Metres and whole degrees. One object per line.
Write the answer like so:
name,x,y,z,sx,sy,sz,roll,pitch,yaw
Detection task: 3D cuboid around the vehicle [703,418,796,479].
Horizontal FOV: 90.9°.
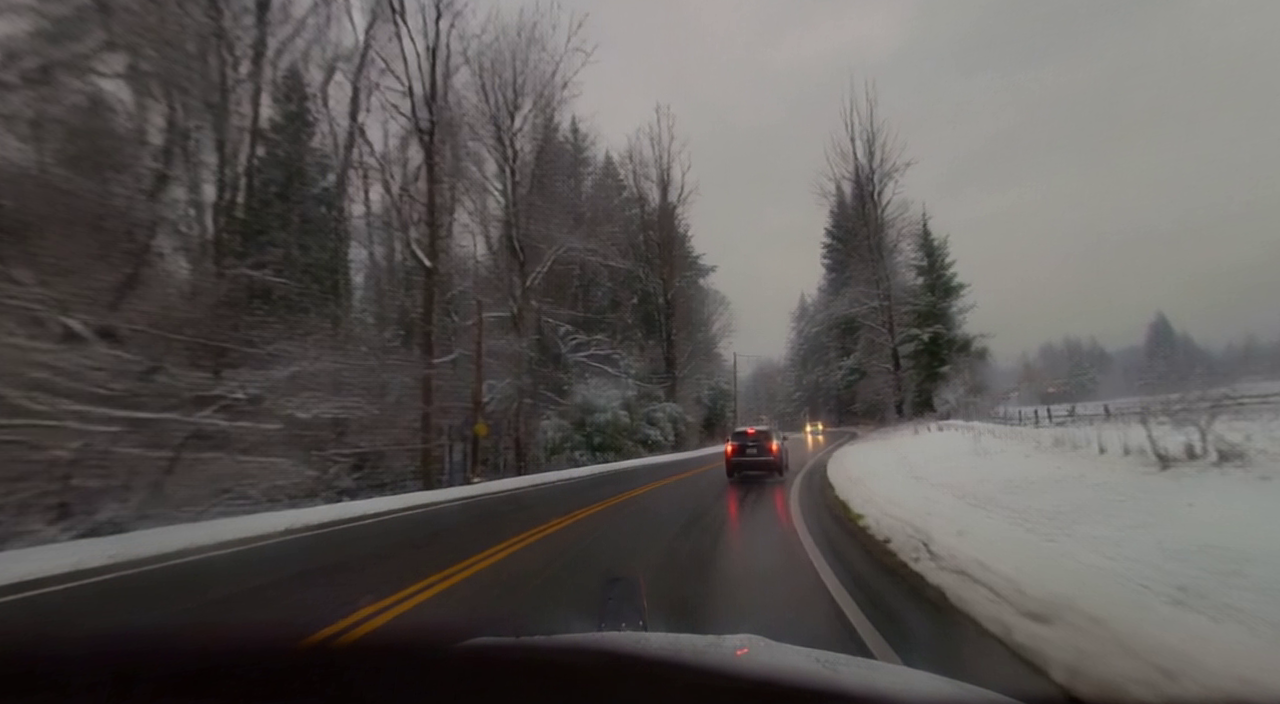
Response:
vehicle,3.418,2.891,19.008,2.274,1.583,4.349,-2,-9,15
